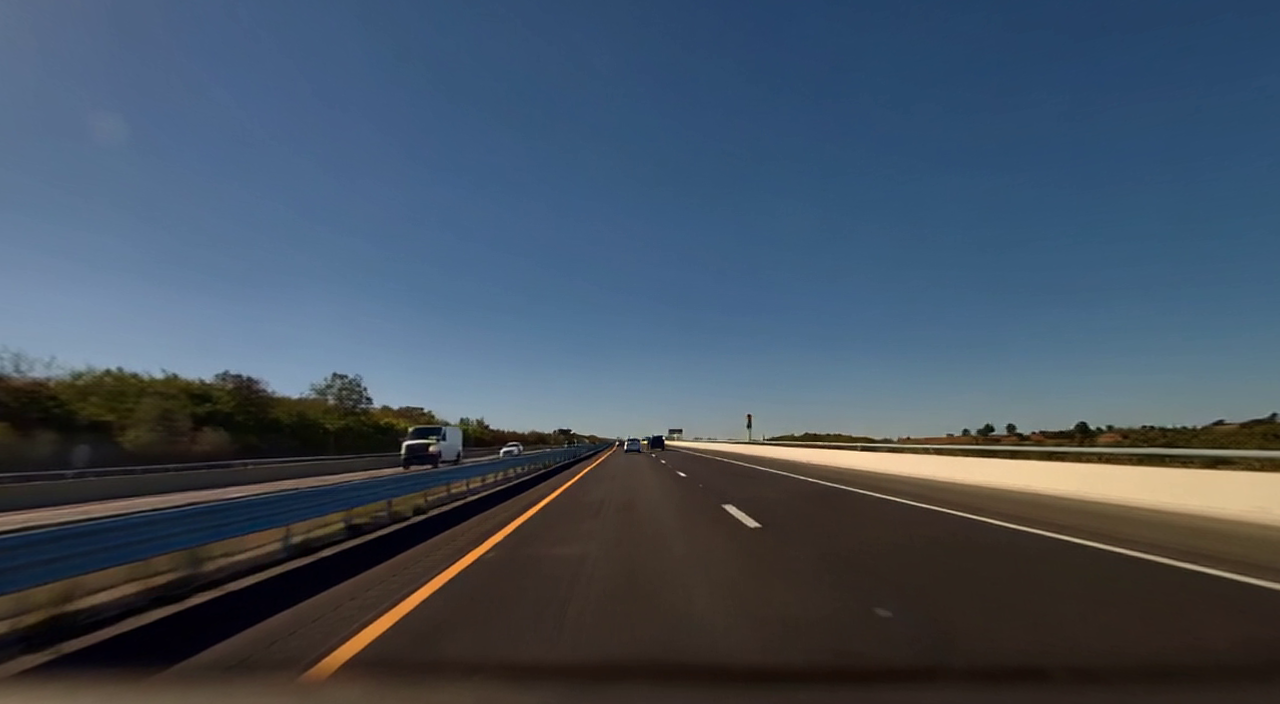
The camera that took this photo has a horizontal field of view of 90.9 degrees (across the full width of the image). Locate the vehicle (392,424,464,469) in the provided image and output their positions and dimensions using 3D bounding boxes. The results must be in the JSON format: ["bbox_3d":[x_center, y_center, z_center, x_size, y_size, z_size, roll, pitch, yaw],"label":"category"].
[{"bbox_3d":[-13.173,5.905,39.714,2.304,2.610,6.728,0,-8,-1],"label":"vehicle"}]
